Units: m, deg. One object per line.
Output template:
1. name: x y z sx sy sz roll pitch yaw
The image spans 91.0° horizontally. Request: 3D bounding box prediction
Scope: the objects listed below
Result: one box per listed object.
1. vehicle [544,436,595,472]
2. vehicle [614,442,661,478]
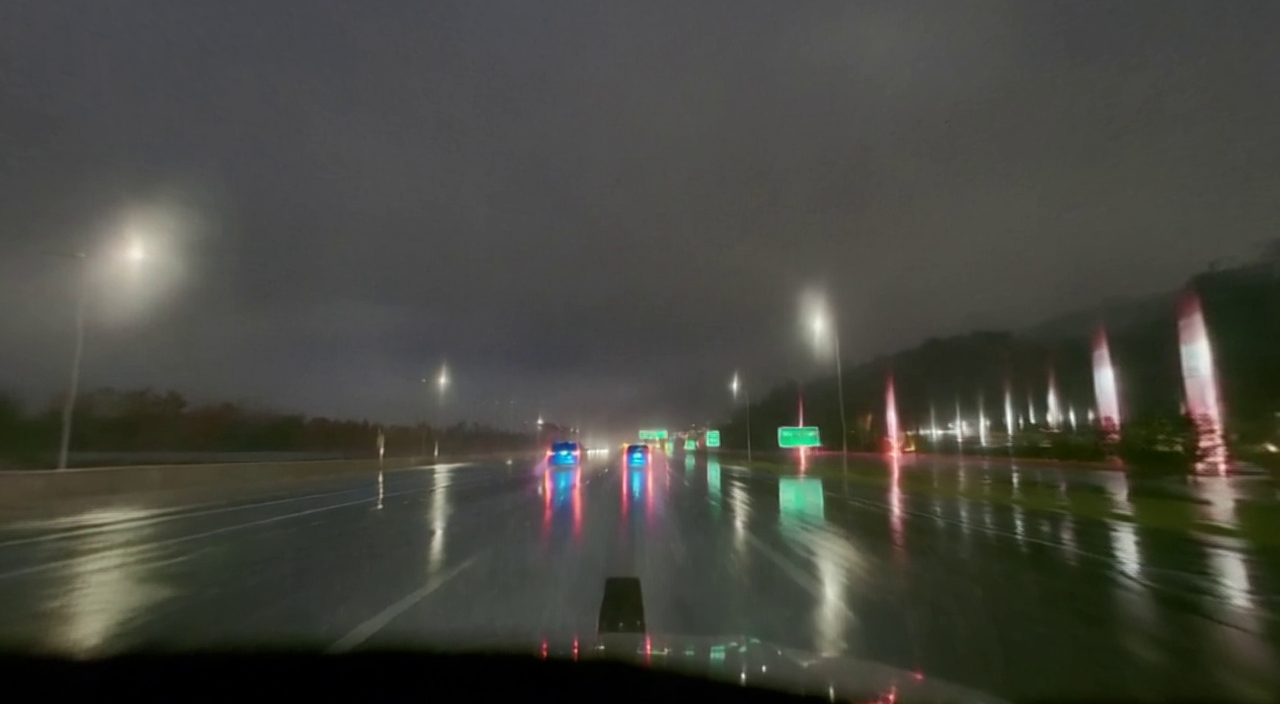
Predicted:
1. vehicle: -3.893 5.746 35.616 2.264 1.901 4.647 0 -9 1
2. vehicle: -0.083 5.058 29.765 2.086 1.548 4.325 0 -9 1
